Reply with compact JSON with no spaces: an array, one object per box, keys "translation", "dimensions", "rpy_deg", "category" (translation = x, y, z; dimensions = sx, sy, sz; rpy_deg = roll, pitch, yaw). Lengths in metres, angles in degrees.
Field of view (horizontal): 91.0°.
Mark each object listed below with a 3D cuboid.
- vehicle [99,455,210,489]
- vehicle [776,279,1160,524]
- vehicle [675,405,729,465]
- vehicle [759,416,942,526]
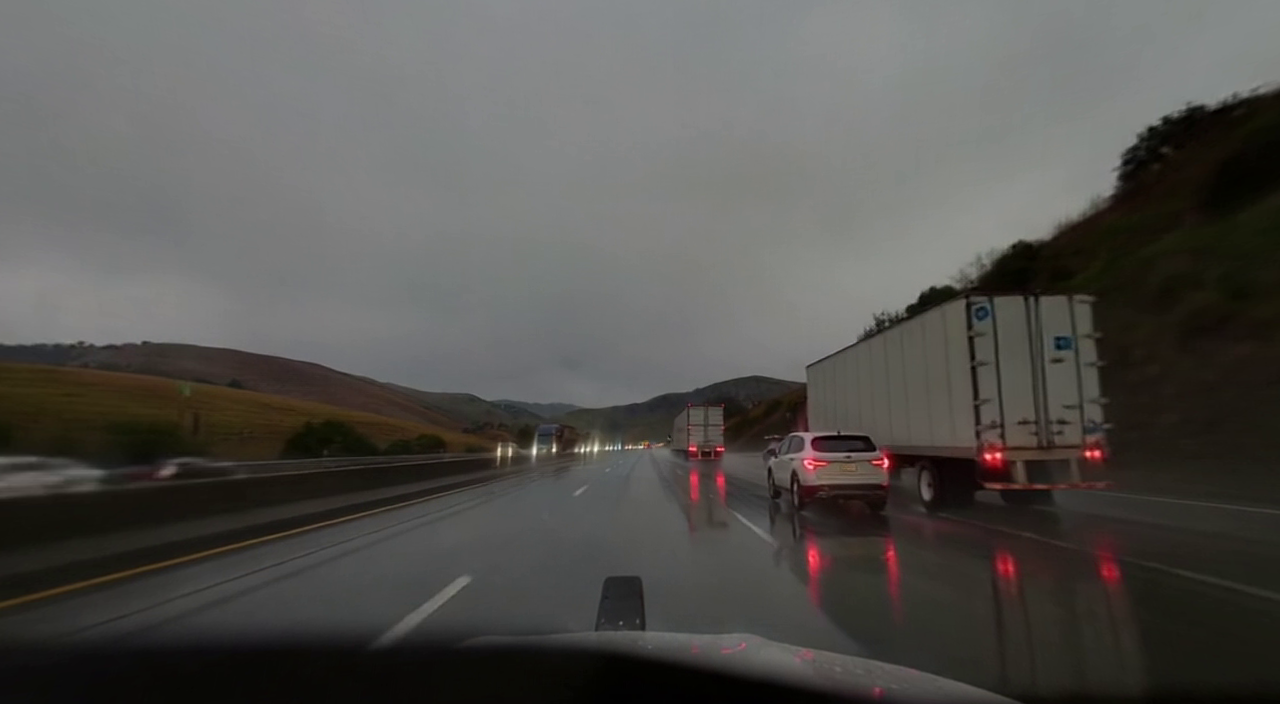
[{"translation":[-24.056,5.922,31.465],"dimensions":[1.865,1.484,4.546],"rpy_deg":[0,-9,1],"category":"vehicle"},{"translation":[7.263,1.996,18.804],"dimensions":[2.947,4.199,16.175],"rpy_deg":[0,-9,1],"category":"vehicle"},{"translation":[4.471,6.403,47.896],"dimensions":[3.049,3.968,10.706],"rpy_deg":[0,-9,0],"category":"vehicle"},{"translation":[3.750,2.220,12.187],"dimensions":[2.055,1.737,4.224],"rpy_deg":[0,-9,0],"category":"vehicle"}]
